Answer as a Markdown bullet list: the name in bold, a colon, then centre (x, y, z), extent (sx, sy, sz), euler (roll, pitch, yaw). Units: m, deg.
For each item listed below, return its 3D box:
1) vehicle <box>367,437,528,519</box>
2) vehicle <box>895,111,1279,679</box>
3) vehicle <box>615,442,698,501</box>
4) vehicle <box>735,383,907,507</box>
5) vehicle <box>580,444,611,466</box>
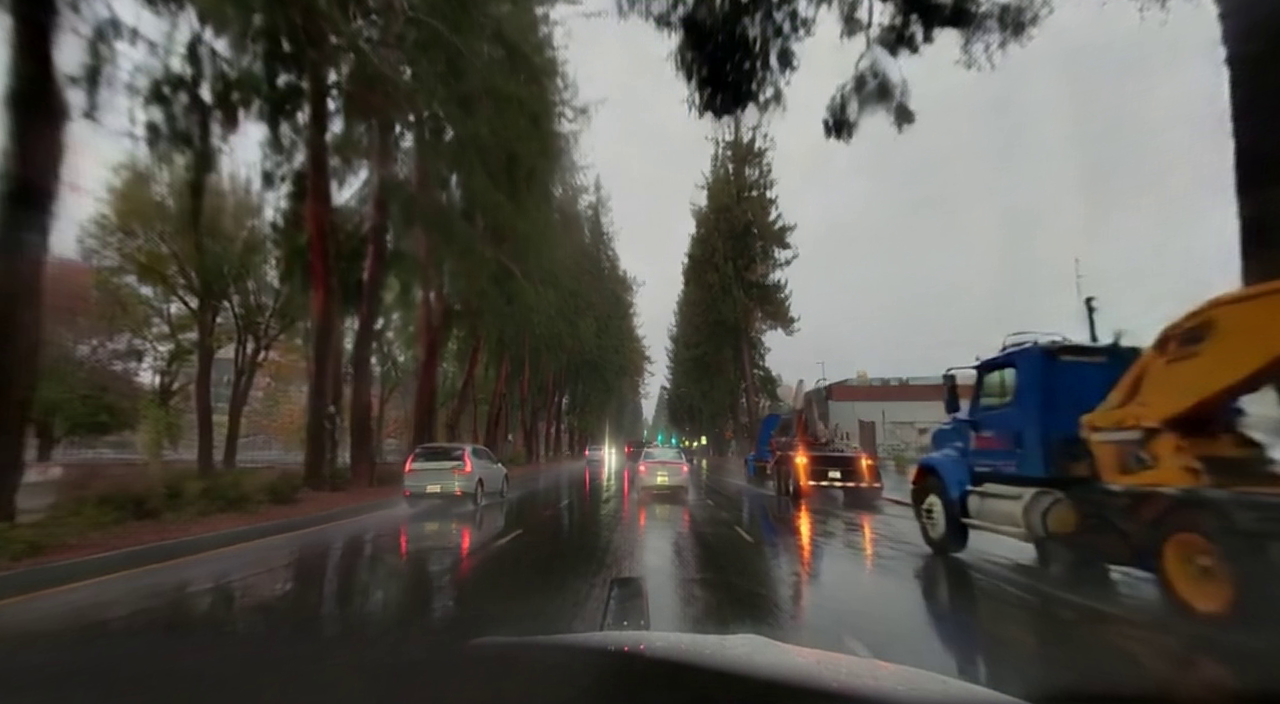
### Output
- **vehicle**: centre (-4.037, 2.731, 14.219), extent (2.003, 1.507, 4.808), euler (0, -9, 1)
- **vehicle**: centre (5.548, 0.365, 4.630), extent (2.867, 3.600, 11.047), euler (0, -9, 1)
- **vehicle**: centre (0.438, 3.338, 18.025), extent (2.086, 1.466, 4.026), euler (0, -9, 1)
- **vehicle**: centre (5.489, 3.133, 21.258), extent (3.089, 3.258, 8.841), euler (0, -9, 0)
- **vehicle**: centre (-3.430, 8.072, 49.364), extent (2.062, 1.641, 4.193), euler (0, -9, 2)
